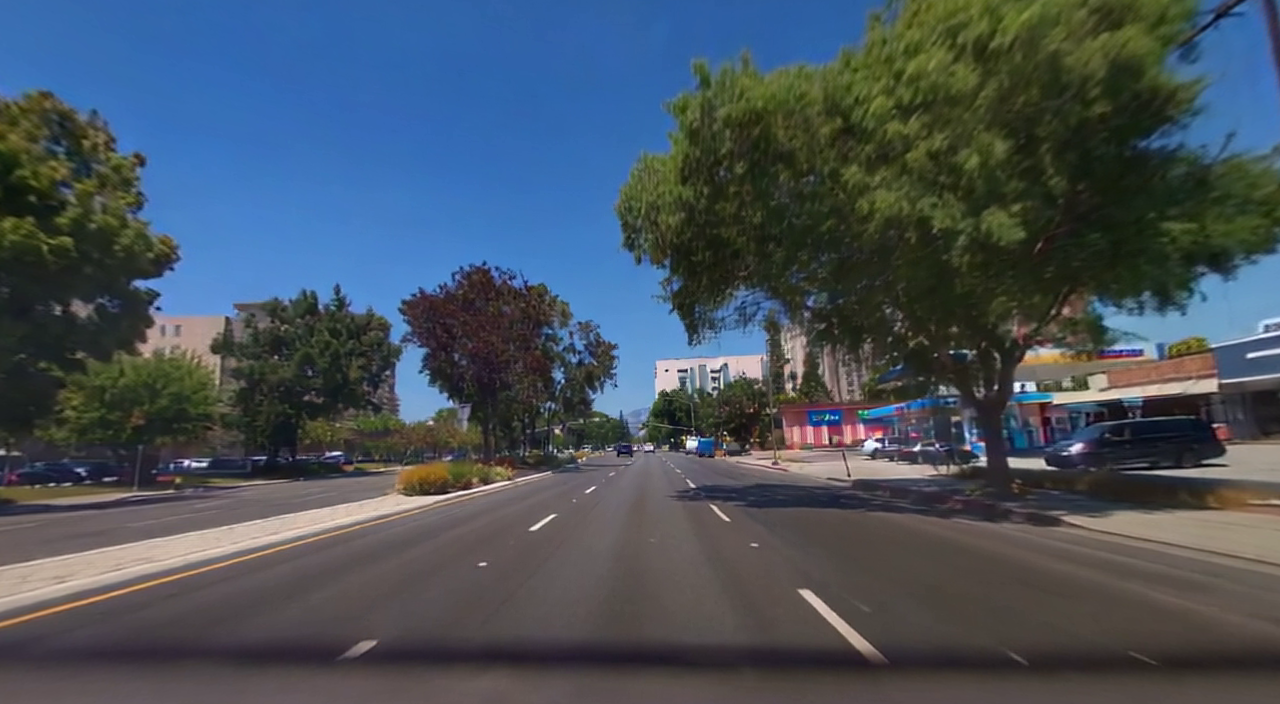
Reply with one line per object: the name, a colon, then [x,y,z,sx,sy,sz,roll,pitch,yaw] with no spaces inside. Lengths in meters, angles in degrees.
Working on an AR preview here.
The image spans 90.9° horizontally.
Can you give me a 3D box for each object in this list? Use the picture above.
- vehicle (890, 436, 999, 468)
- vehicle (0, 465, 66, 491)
vehicle: [15.318,5.047,31.804,4.510,1.517,2.035,2,-9,-12]
vehicle: [-39.319,7.945,39.873,1.784,1.385,4.365,0,-8,0]
